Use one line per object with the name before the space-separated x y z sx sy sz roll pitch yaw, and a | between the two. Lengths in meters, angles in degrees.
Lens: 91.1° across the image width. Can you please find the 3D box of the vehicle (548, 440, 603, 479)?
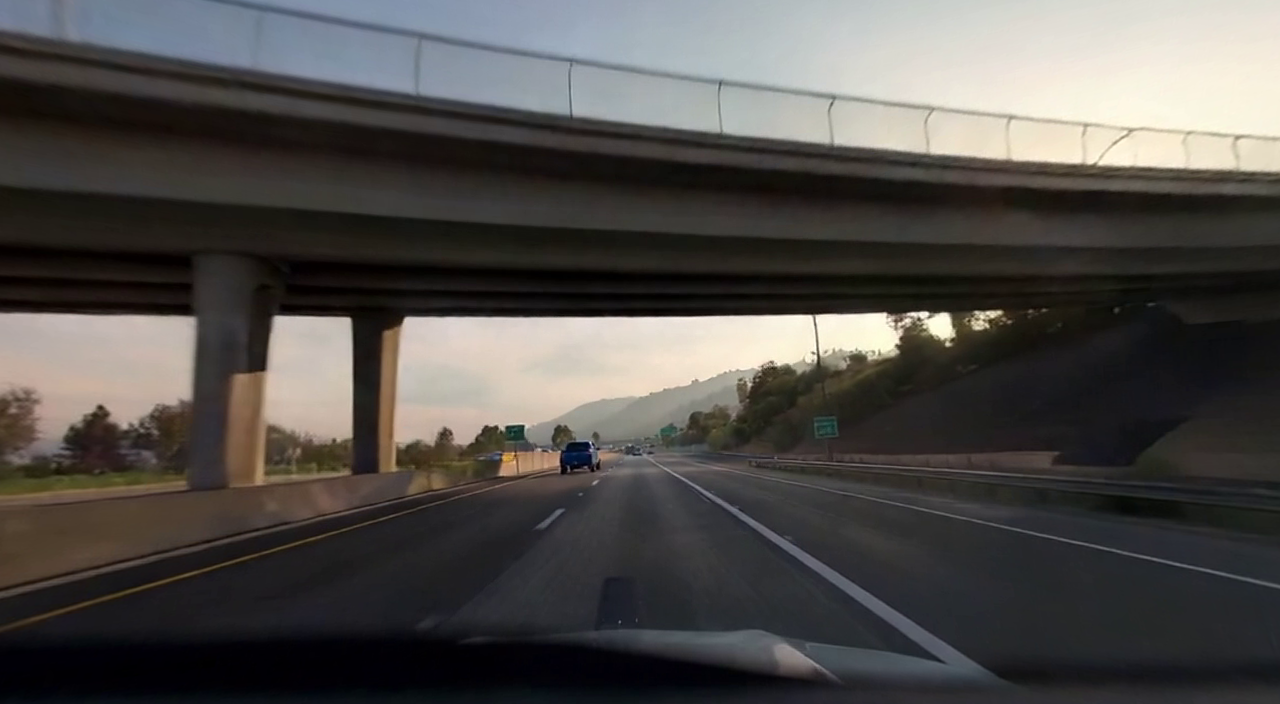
vehicle | -3.030 5.190 30.574 2.152 1.717 4.423 0 -9 1
